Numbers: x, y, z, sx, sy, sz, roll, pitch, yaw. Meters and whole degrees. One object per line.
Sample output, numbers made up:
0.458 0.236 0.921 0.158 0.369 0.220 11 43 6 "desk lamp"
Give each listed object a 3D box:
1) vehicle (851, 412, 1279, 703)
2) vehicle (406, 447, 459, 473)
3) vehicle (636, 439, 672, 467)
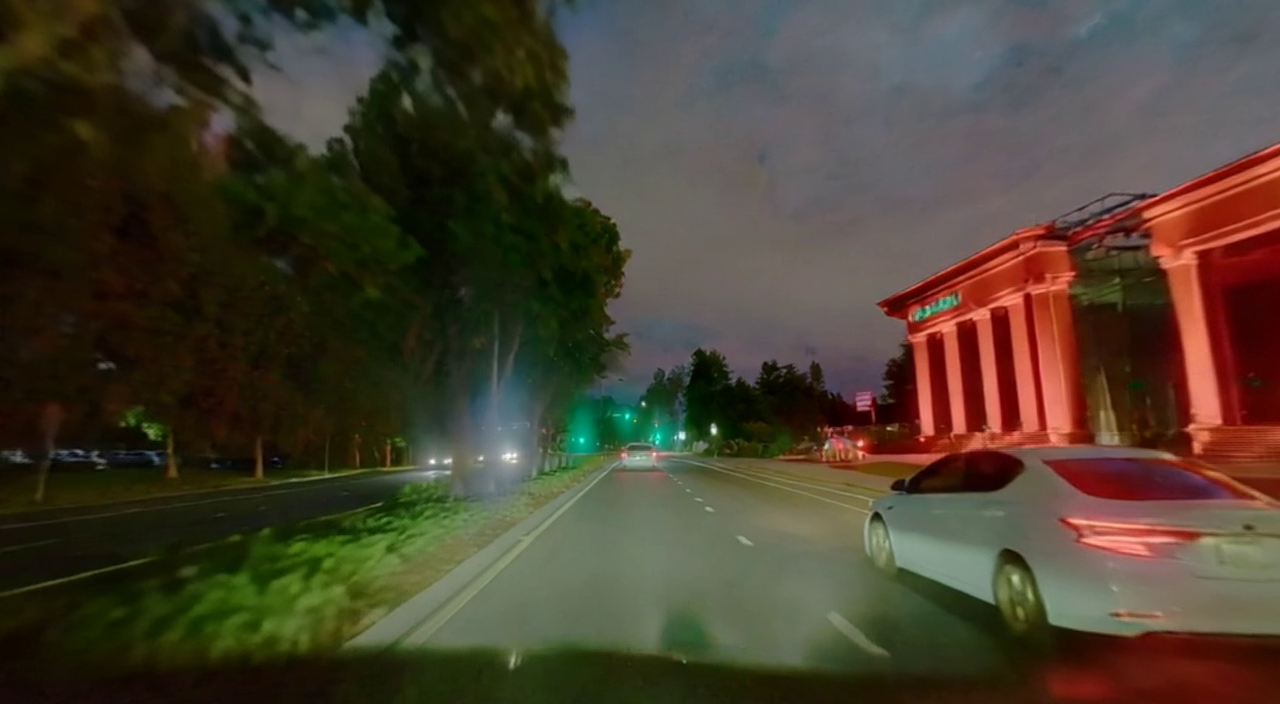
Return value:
3.702 1.385 5.349 2.132 1.497 4.827 0 -8 0 "vehicle"
-14.071 7.312 43.118 1.910 1.667 4.290 -1 -8 4 "vehicle"
0.958 6.558 41.133 2.123 1.703 4.292 -1 -8 5 "vehicle"
